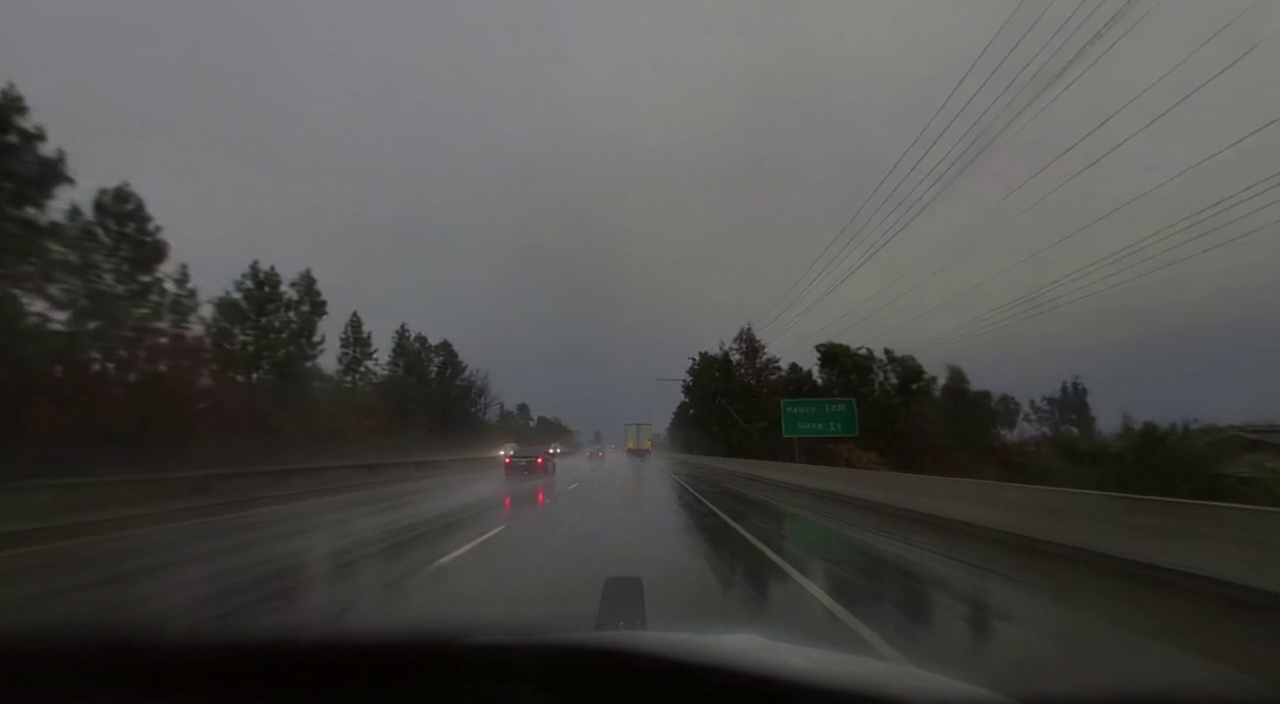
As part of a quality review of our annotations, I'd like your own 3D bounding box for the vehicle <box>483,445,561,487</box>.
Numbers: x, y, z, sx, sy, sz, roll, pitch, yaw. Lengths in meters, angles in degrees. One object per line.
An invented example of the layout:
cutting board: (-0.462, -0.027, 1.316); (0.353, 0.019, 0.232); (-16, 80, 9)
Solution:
vehicle: (-4.421, 4.360, 24.348); (2.106, 1.445, 4.404); (0, -9, 0)
